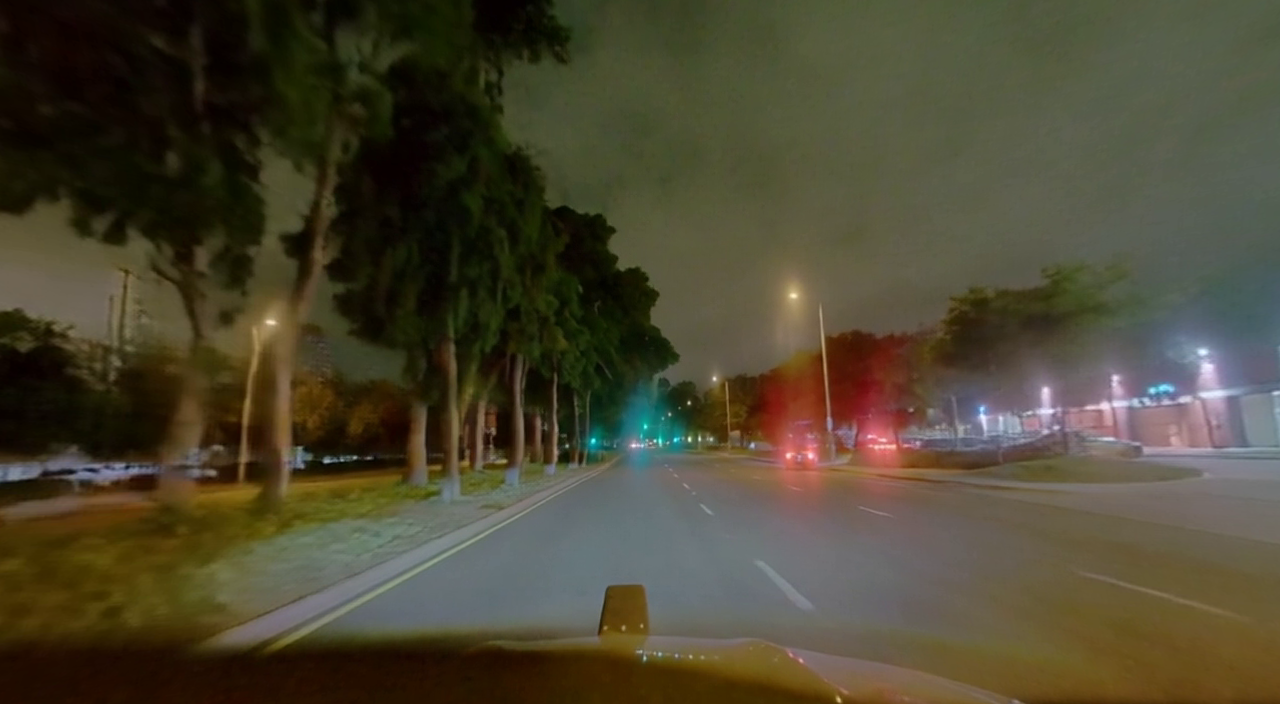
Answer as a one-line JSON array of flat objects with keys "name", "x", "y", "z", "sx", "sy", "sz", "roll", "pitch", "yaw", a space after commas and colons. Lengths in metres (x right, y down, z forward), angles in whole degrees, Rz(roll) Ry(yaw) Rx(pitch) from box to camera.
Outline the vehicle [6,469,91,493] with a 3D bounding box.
[{"name": "vehicle", "x": -44.215, "y": 9.610, "z": 47.282, "sx": 1.824, "sy": 1.521, "sz": 4.573, "roll": 0, "pitch": -9, "yaw": 2}]
